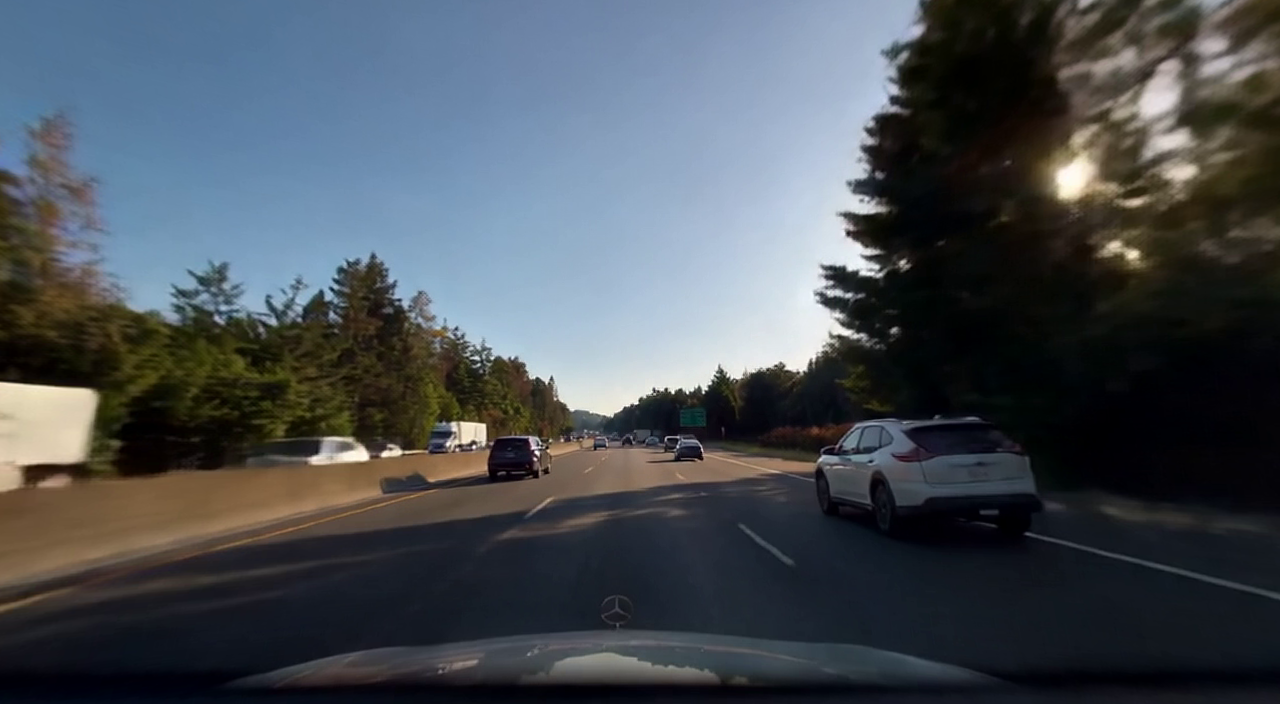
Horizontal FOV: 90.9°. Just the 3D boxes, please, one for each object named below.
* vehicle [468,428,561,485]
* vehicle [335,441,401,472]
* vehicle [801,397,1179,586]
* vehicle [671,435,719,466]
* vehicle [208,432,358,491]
[{"bbox_3d":[-3.884,3.323,20.447,2.011,1.614,4.808,0,-8,0],"label":"vehicle"},{"bbox_3d":[-15.789,6.065,36.845,1.935,1.619,4.445,0,-8,-2],"label":"vehicle"},{"bbox_3d":[3.696,1.544,7.970,1.949,1.639,4.748,0,-8,-2],"label":"vehicle"},{"bbox_3d":[2.752,5.042,32.600,1.990,1.480,3.865,0,-8,-2],"label":"vehicle"},{"bbox_3d":[-11.660,3.569,21.120,2.084,1.704,5.029,0,-8,0],"label":"vehicle"}]
